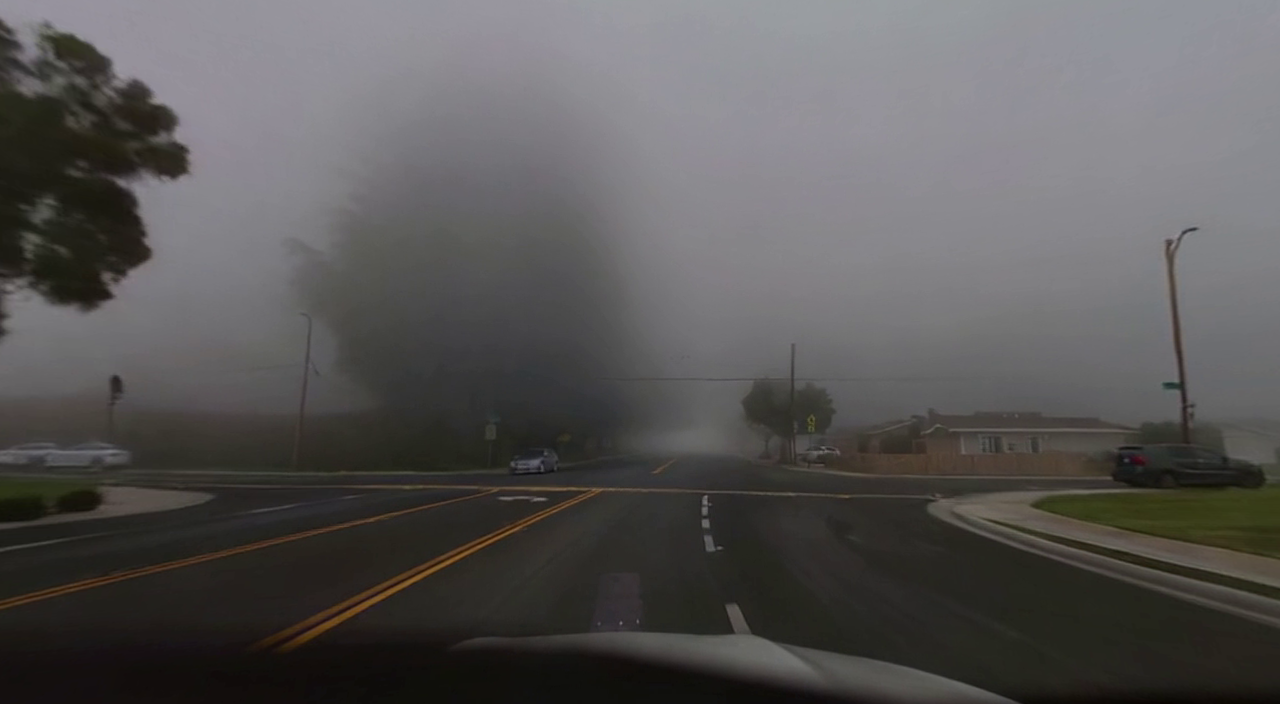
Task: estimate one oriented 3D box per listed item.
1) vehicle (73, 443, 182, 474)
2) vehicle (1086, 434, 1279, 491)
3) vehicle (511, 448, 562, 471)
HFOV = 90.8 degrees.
[{"bbox_3d":[-30.031,6.259,37.096,4.793,1.745,2.012,-1,-9,5],"label":"vehicle"},{"bbox_3d":[20.403,4.122,23.621,5.484,1.842,2.188,-3,-10,6],"label":"vehicle"},{"bbox_3d":[-7.536,7.877,46.432,2.064,1.596,4.716,-2,-9,12],"label":"vehicle"}]
